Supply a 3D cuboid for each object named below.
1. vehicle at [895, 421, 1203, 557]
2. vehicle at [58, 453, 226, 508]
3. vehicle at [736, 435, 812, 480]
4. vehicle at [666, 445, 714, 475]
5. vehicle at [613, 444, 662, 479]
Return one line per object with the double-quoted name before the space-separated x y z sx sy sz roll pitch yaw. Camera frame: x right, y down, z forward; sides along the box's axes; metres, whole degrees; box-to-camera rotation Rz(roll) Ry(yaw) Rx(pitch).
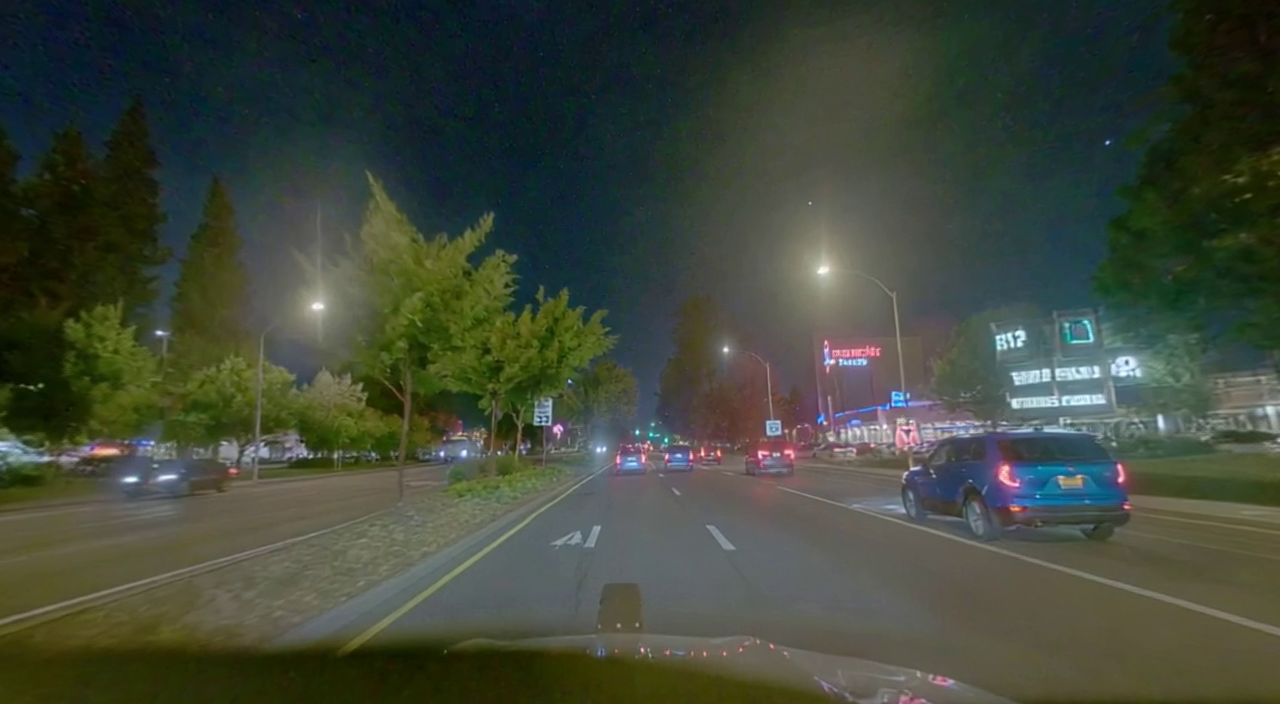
"vehicle" 5.925 2.007 9.976 1.949 1.647 4.261 0 -8 -1
"vehicle" -15.745 4.040 20.328 1.950 1.521 4.255 0 -8 -1
"vehicle" 5.801 4.617 28.004 2.140 1.811 4.593 0 -8 -3
"vehicle" 2.437 5.399 31.786 1.970 1.402 3.756 0 -8 -2
"vehicle" -0.141 4.877 28.464 2.056 1.440 3.798 0 -8 -1
